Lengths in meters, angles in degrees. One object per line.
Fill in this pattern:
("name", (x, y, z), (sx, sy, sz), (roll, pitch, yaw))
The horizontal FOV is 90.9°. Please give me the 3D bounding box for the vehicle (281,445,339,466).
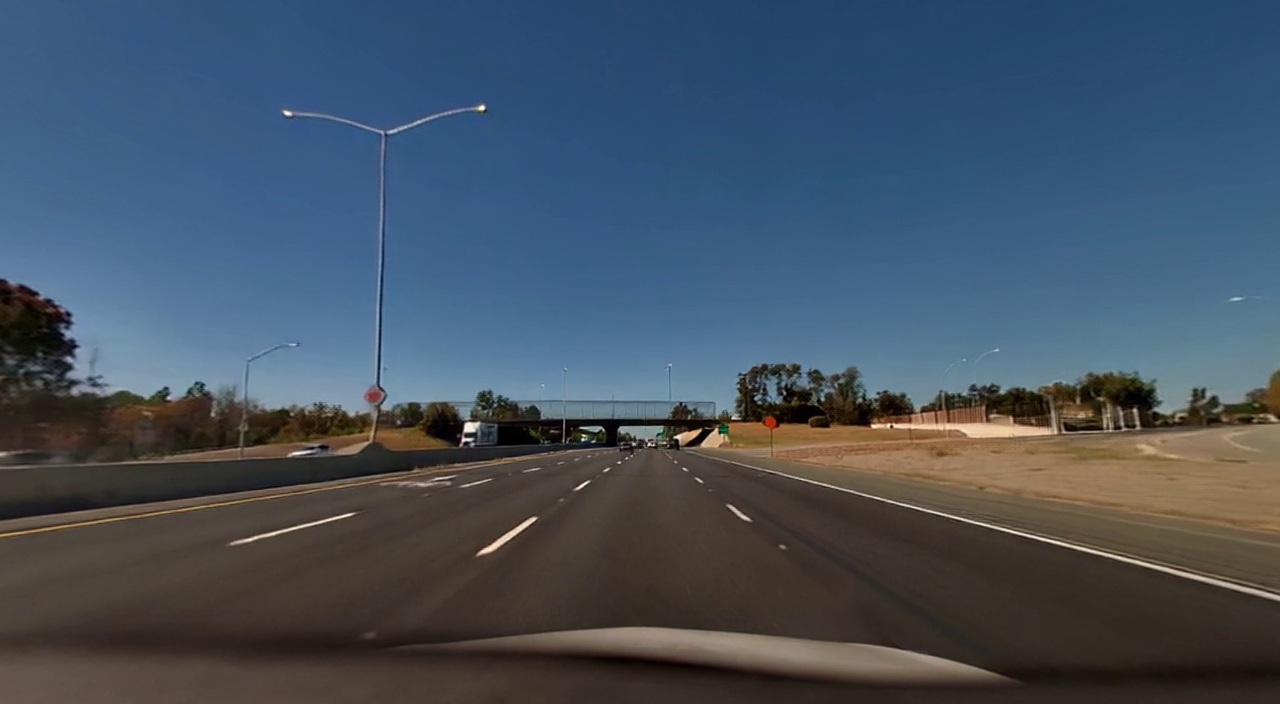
("vehicle", (-25.376, 7.968, 48.657), (1.976, 1.511, 4.503), (0, -8, 1))
